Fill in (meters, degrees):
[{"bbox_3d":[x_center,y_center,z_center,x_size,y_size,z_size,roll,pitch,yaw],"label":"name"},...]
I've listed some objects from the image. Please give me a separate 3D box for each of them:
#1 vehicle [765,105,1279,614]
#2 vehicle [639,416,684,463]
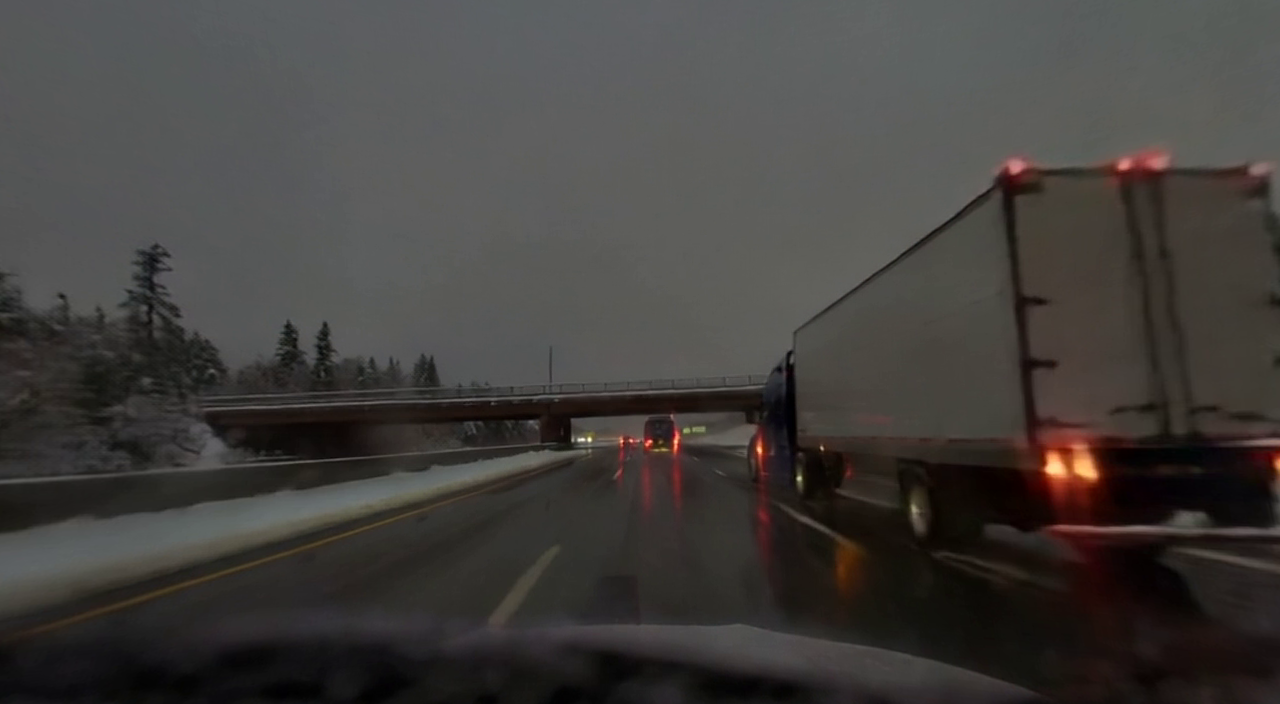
[{"bbox_3d":[4.603,0.719,10.283,2.997,3.983,10.860,1,-8,0],"label":"vehicle"},{"bbox_3d":[1.272,5.402,38.797,2.481,2.618,6.314,-1,-8,1],"label":"vehicle"}]
